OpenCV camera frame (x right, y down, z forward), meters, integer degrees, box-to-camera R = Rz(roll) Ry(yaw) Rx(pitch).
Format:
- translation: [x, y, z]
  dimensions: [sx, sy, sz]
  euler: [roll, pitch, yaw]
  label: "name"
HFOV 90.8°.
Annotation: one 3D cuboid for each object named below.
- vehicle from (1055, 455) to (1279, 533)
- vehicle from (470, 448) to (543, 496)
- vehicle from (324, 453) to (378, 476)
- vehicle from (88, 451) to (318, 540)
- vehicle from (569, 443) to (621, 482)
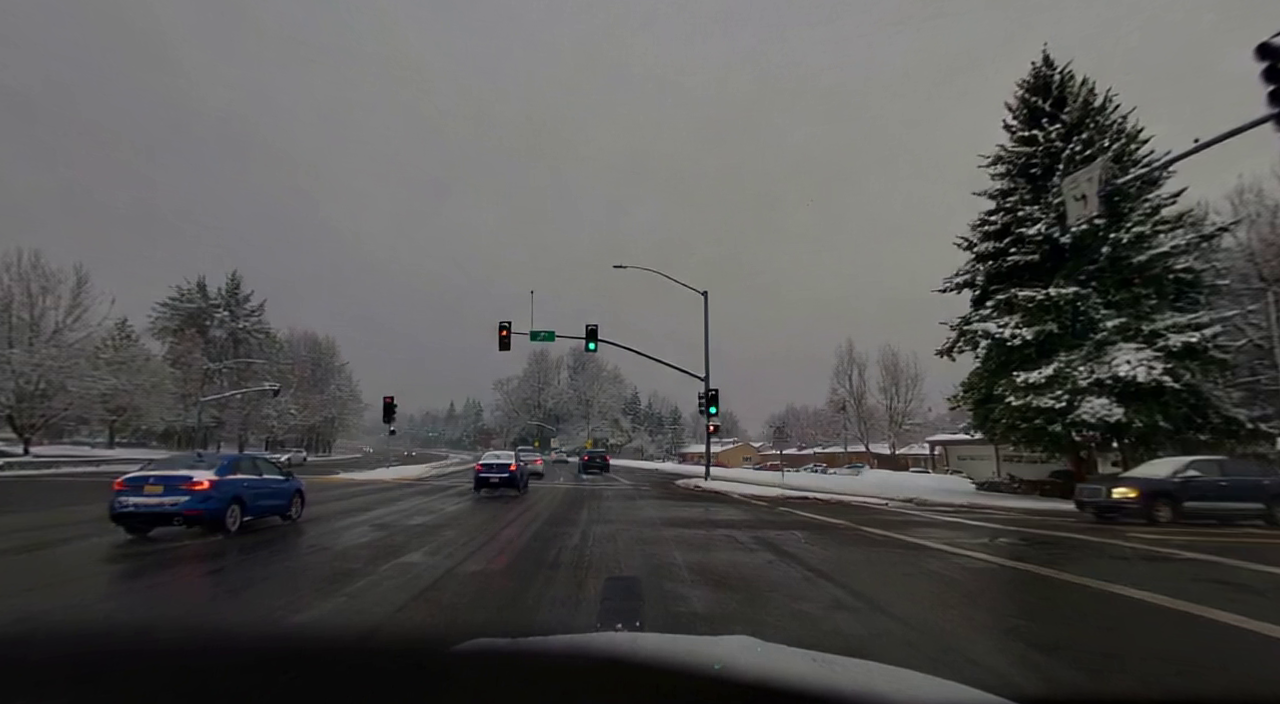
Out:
- translation: [11.723, 2.952, 13.396]
  dimensions: [4.439, 1.477, 1.895]
  euler: [0, -8, 2]
  label: "vehicle"
- translation: [-4.986, 4.529, 24.341]
  dimensions: [2.098, 1.613, 4.606]
  euler: [0, -8, -4]
  label: "vehicle"
- translation: [-20.057, 7.779, 44.033]
  dimensions: [2.052, 1.450, 4.634]
  euler: [1, -8, -7]
  label: "vehicle"
- translation: [-8.339, 2.713, 12.613]
  dimensions: [1.889, 1.429, 4.029]
  euler: [0, -8, -4]
  label: "vehicle"
- translation: [-2.599, 6.114, 35.295]
  dimensions: [2.526, 1.982, 5.294]
  euler: [1, -9, -8]
  label: "vehicle"
